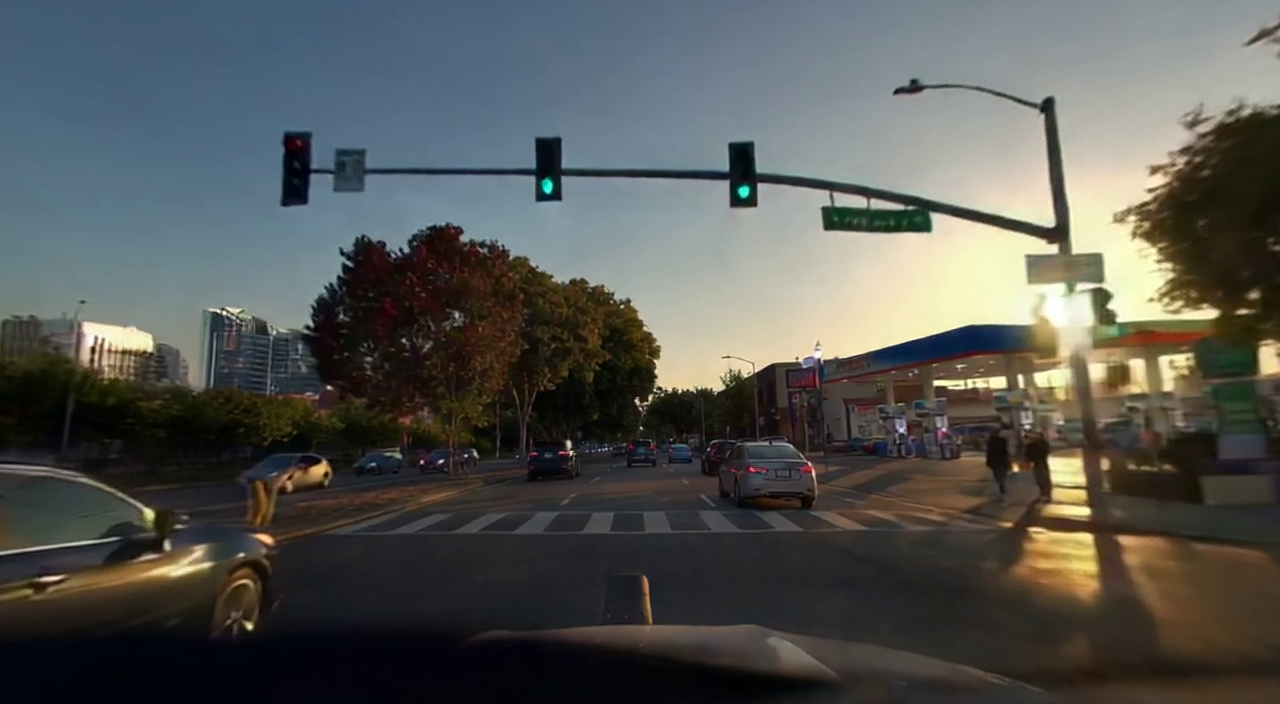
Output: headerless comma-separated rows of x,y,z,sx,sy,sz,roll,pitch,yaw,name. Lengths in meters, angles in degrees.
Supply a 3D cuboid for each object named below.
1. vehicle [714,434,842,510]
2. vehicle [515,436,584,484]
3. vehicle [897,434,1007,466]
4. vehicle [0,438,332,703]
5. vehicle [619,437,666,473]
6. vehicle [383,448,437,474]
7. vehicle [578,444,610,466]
3.057,2.765,15.022,1.919,1.502,4.572,0,-8,-1,vehicle
-3.323,4.047,23.929,1.988,1.645,3.995,0,-8,1,vehicle
16.579,5.236,33.775,1.860,1.587,4.949,5,-10,-30,vehicle
-3.310,1.011,2.377,2.013,1.354,4.393,0,-8,1,vehicle
0.105,5.182,31.760,2.192,1.674,4.124,0,-8,0,vehicle
-15.116,7.153,41.642,1.905,1.613,4.331,0,-8,1,vehicle
-3.204,7.223,44.500,1.901,1.483,4.372,0,-8,0,vehicle
